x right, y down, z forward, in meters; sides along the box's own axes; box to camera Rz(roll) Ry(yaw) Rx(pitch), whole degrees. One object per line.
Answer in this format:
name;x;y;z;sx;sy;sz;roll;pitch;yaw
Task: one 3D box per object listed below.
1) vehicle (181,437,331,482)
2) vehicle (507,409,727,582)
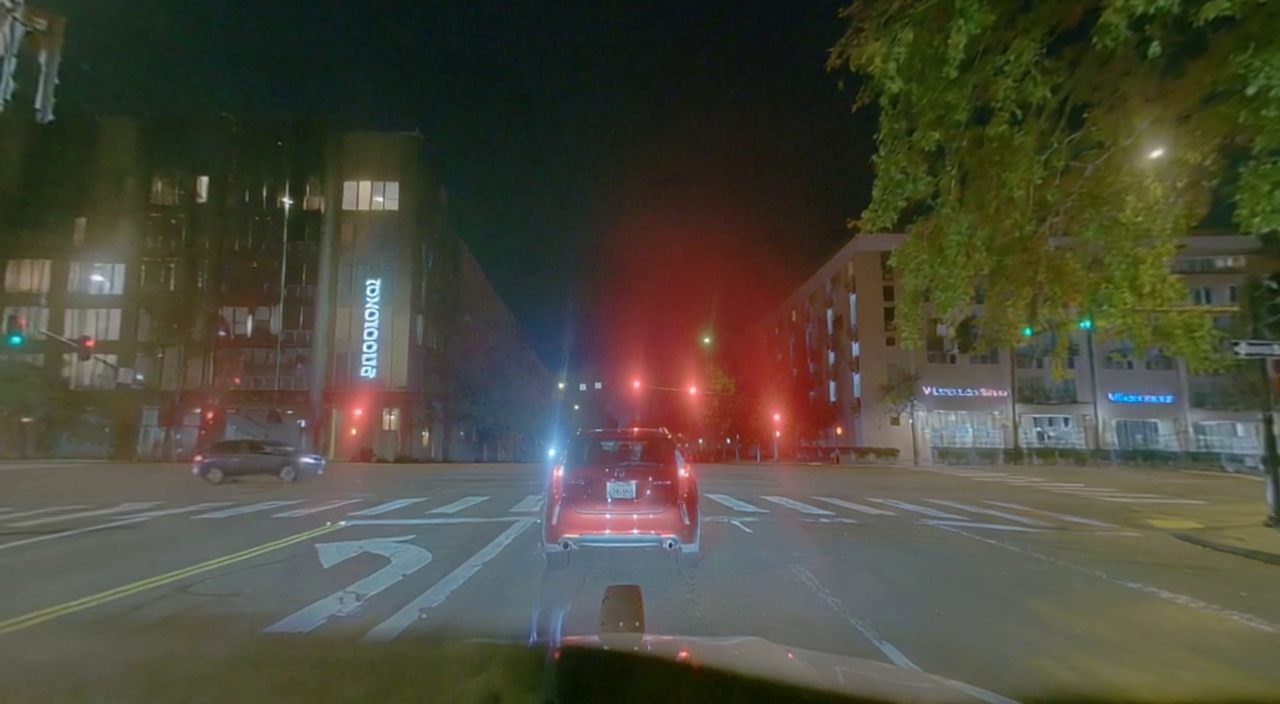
vehicle;-15.941;4.474;26.432;4.912;1.731;2.022;0;-9;-1
vehicle;-0.244;1.646;7.997;2.066;1.618;3.922;0;-9;-1
